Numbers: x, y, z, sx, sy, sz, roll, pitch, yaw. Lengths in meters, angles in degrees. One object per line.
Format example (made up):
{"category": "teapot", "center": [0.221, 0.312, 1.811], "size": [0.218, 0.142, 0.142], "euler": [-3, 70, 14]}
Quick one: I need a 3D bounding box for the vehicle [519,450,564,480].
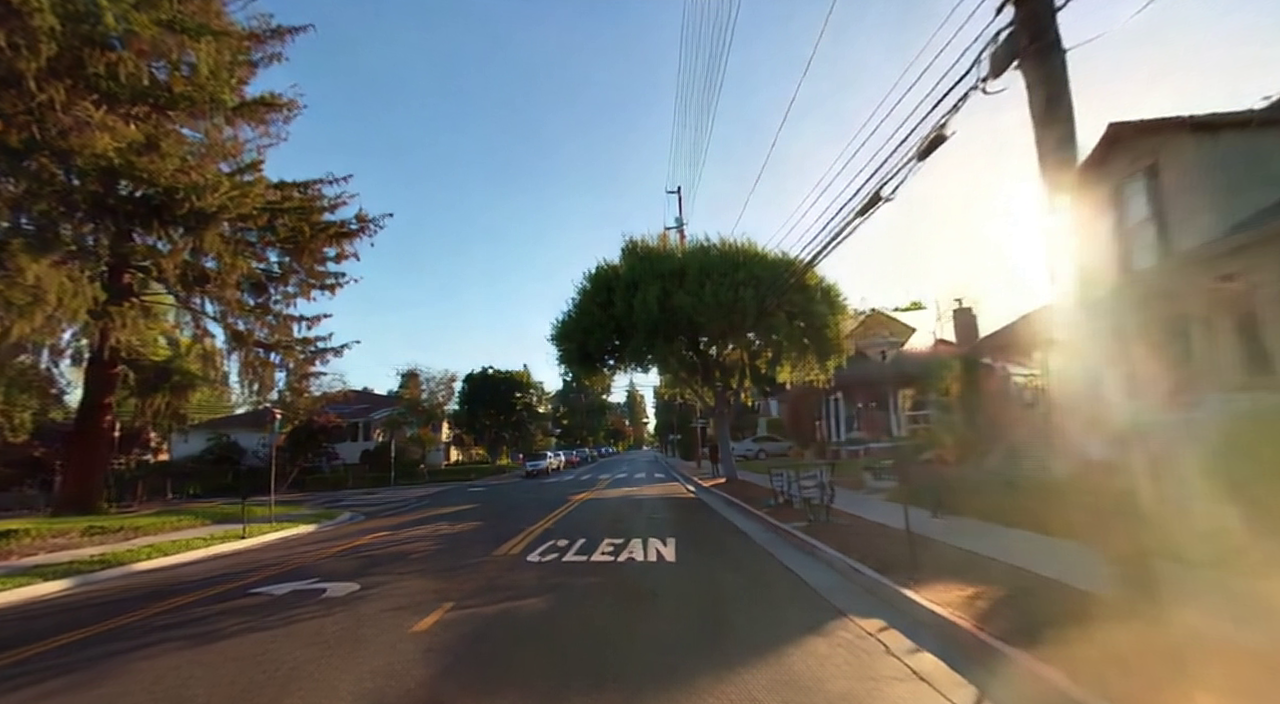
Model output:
{"category": "vehicle", "center": [-6.439, 7.429, 41.886], "size": [2.203, 1.787, 4.704], "euler": [0, -8, 1]}
